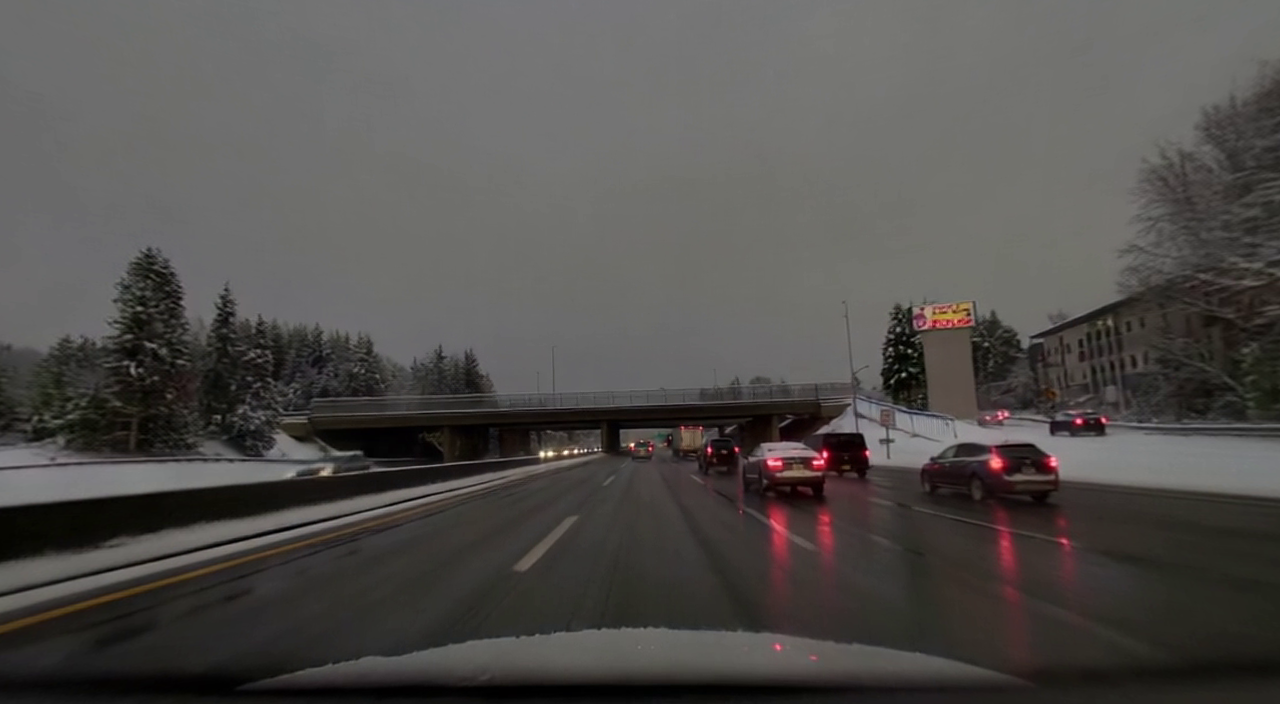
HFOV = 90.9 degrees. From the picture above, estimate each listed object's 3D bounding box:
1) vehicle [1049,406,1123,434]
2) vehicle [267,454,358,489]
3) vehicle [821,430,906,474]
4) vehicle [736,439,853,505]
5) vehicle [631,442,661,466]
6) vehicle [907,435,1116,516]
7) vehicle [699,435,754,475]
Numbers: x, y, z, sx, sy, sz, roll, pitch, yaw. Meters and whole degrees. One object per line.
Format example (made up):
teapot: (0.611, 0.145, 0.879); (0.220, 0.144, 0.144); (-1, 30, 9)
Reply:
vehicle: (32.759, 5.095, 46.556); (2.131, 1.840, 4.870); (-1, -8, 4)
vehicle: (-15.357, 5.591, 29.903); (1.897, 1.468, 4.391); (0, -8, 1)
vehicle: (11.168, 5.029, 32.008); (2.193, 2.025, 5.606); (0, -8, 0)
vehicle: (3.868, 3.077, 16.655); (1.902, 1.481, 4.451); (0, -8, -1)
vehicle: (0.394, 7.488, 46.424); (2.124, 1.639, 4.122); (0, -8, 0)
vehicle: (7.806, 2.616, 13.877); (1.919, 1.476, 4.303); (0, -8, -1)
vehicle: (4.295, 5.214, 32.115); (2.086, 1.858, 4.737); (0, -8, -1)
